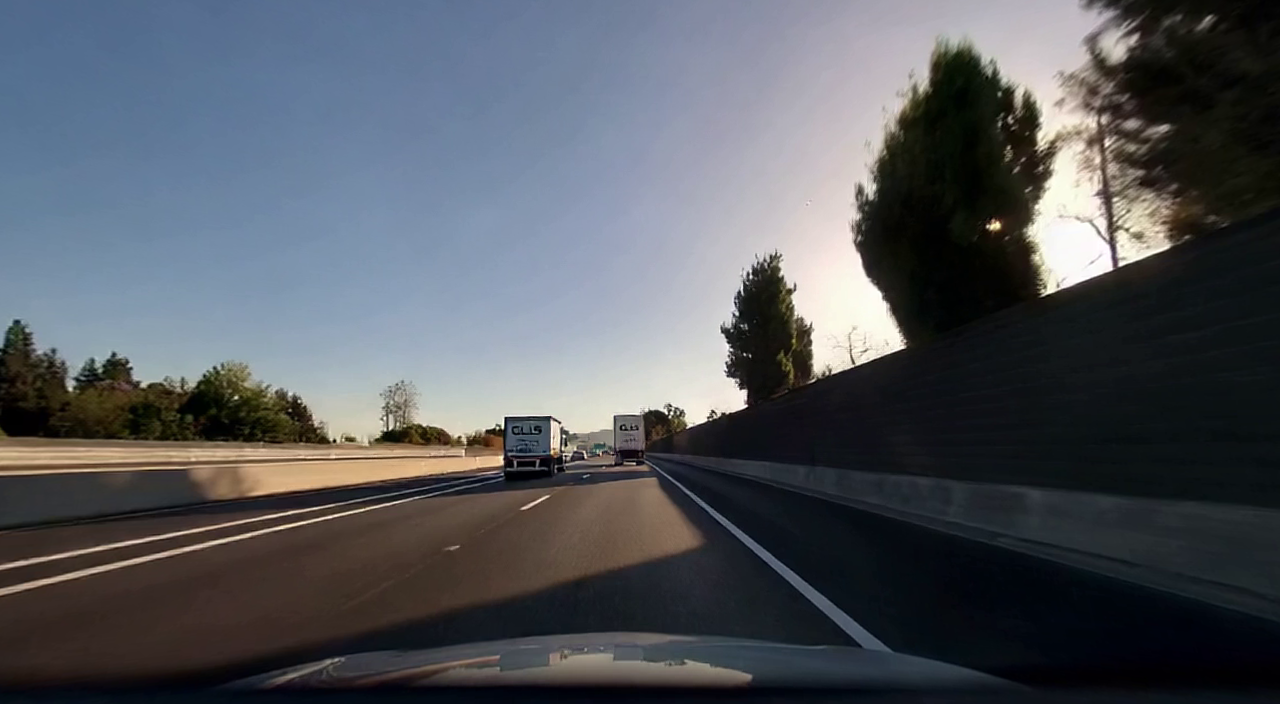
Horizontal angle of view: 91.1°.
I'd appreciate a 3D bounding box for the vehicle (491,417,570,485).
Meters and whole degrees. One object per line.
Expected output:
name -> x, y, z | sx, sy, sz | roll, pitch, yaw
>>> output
vehicle -> -4.757, 4.444, 28.388 | 2.529, 2.697, 5.935 | 0, -9, 0
